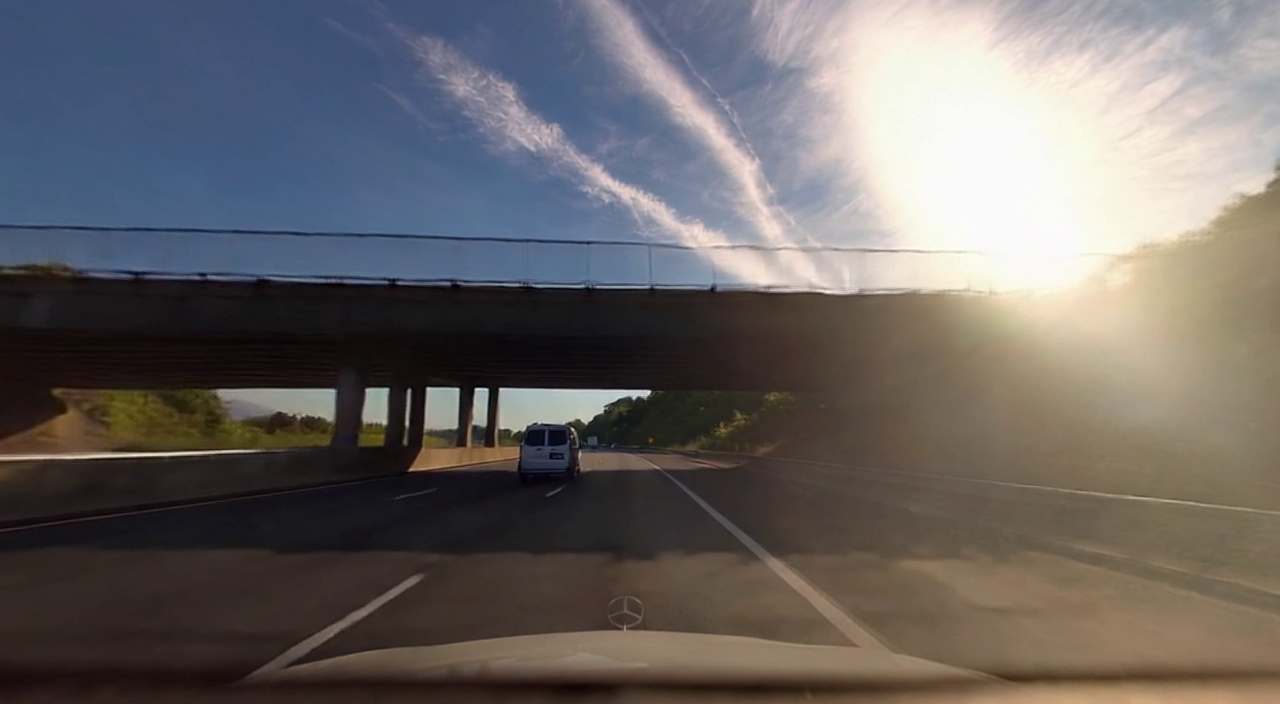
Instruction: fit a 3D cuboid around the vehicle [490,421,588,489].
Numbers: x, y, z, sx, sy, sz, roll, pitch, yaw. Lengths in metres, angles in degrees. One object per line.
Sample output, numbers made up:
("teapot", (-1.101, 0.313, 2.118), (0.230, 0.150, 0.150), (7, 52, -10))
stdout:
("vehicle", (-3.089, 3.308, 20.492), (2.372, 1.891, 5.061), (0, -8, 0))
